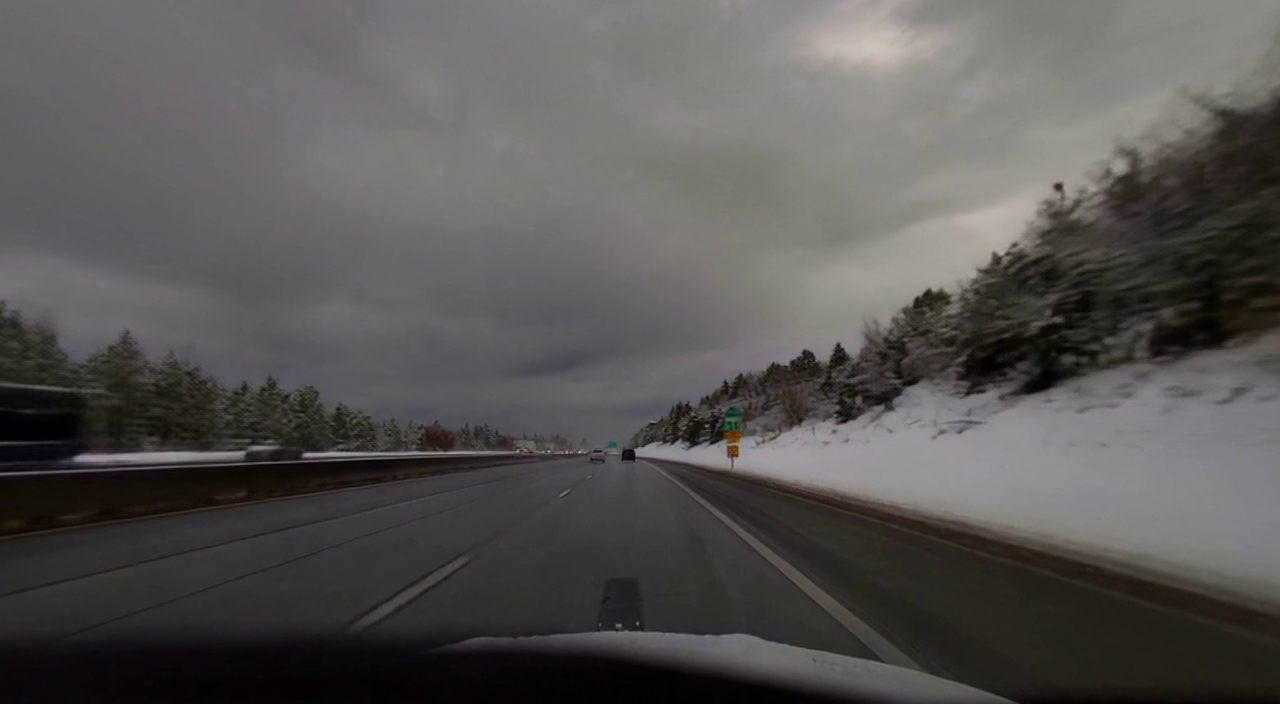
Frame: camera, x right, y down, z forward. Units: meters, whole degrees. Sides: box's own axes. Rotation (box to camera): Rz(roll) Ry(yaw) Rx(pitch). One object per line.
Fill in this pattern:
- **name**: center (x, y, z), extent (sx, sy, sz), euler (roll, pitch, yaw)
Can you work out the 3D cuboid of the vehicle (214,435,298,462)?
- **vehicle**: center (-22.747, 5.763, 37.613), extent (1.999, 1.512, 4.919), euler (0, -9, -1)
